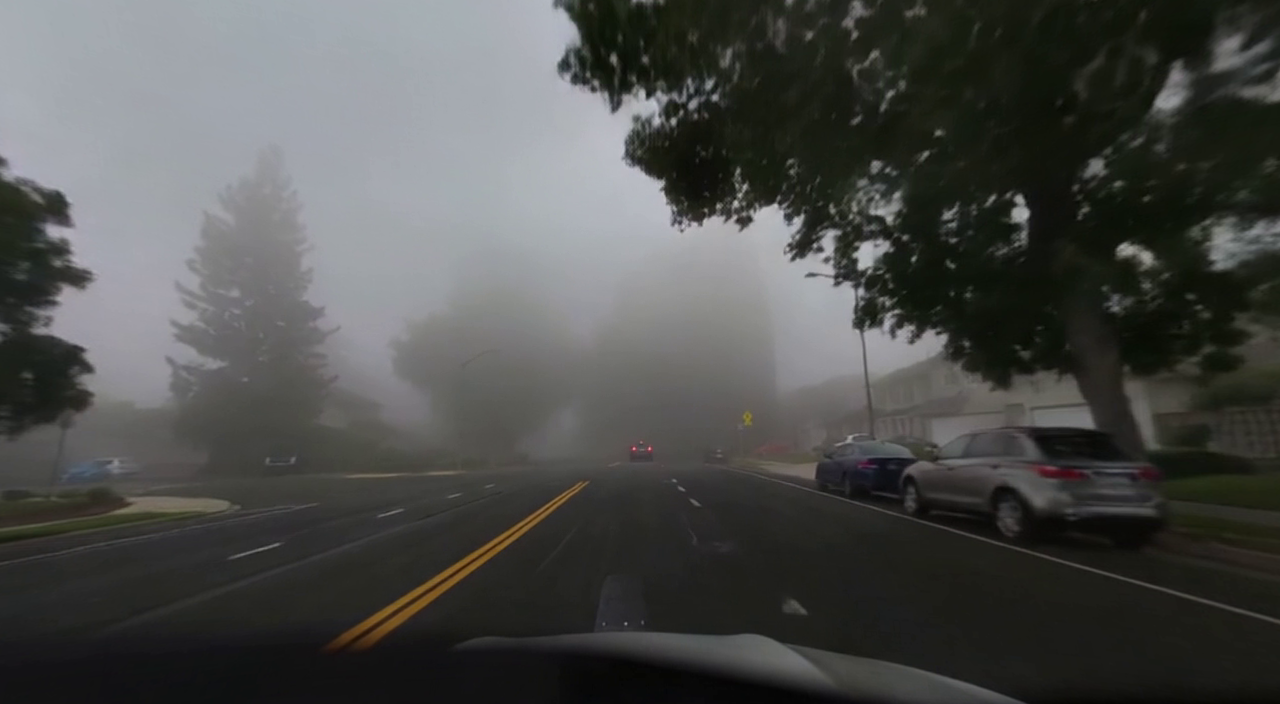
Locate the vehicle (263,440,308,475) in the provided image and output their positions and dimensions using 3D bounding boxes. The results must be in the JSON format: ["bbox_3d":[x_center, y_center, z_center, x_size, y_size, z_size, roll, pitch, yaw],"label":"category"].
[{"bbox_3d":[-23.481,6.959,41.874,2.083,2.113,4.490,4,-9,-23],"label":"vehicle"}]

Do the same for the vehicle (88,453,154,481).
[{"bbox_3d":[-31.442,6.937,38.342,1.866,1.484,4.553,4,-9,-24],"label":"vehicle"}]

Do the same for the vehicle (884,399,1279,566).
[{"bbox_3d":[6.569,1.938,10.275,2.878,1.927,5.774,0,-8,0],"label":"vehicle"}]

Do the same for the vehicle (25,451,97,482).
[{"bbox_3d":[-34.038,6.701,37.189,1.934,1.689,3.999,4,-9,-26],"label":"vehicle"}]

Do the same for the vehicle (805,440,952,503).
[{"bbox_3d":[6.440,3.259,17.771,2.235,1.515,4.782,0,-8,-1],"label":"vehicle"}]
